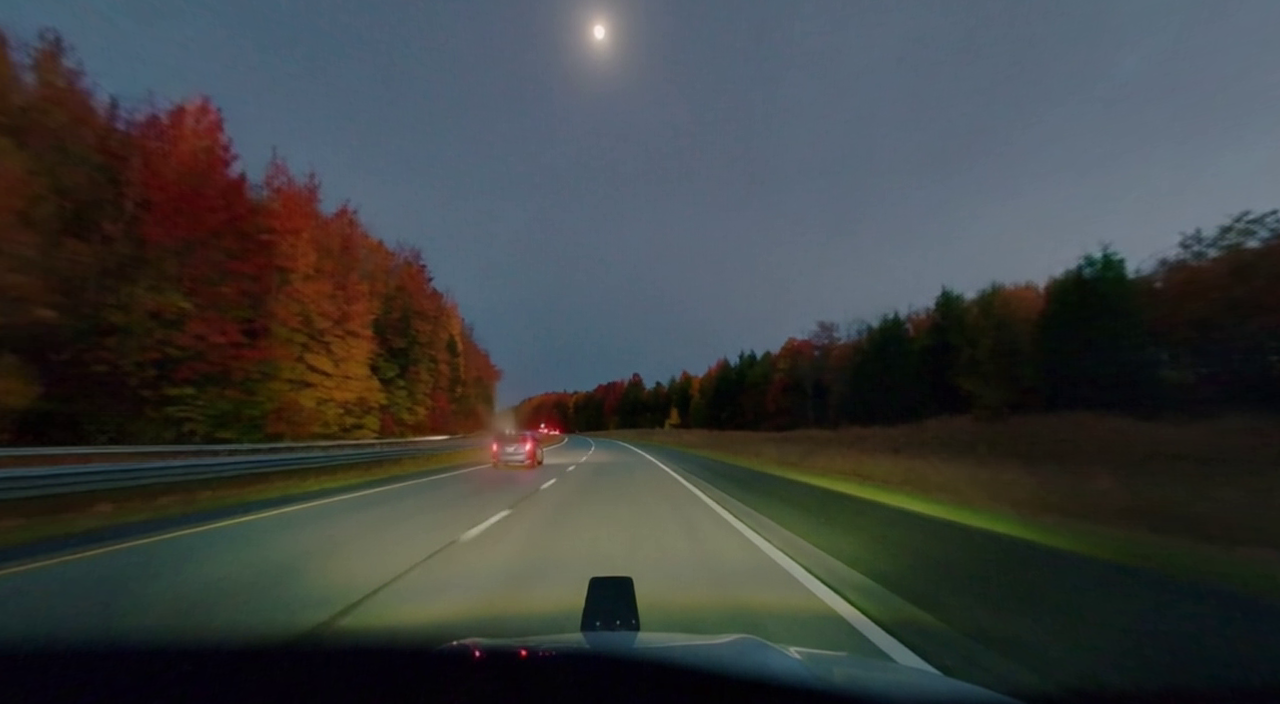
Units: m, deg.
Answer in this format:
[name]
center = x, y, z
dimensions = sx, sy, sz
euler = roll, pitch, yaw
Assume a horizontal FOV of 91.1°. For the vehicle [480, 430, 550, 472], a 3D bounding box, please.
[vehicle]
center = -5.002, 4.015, 25.749
dimensions = 2.073, 1.559, 4.393
euler = 0, -8, -2
